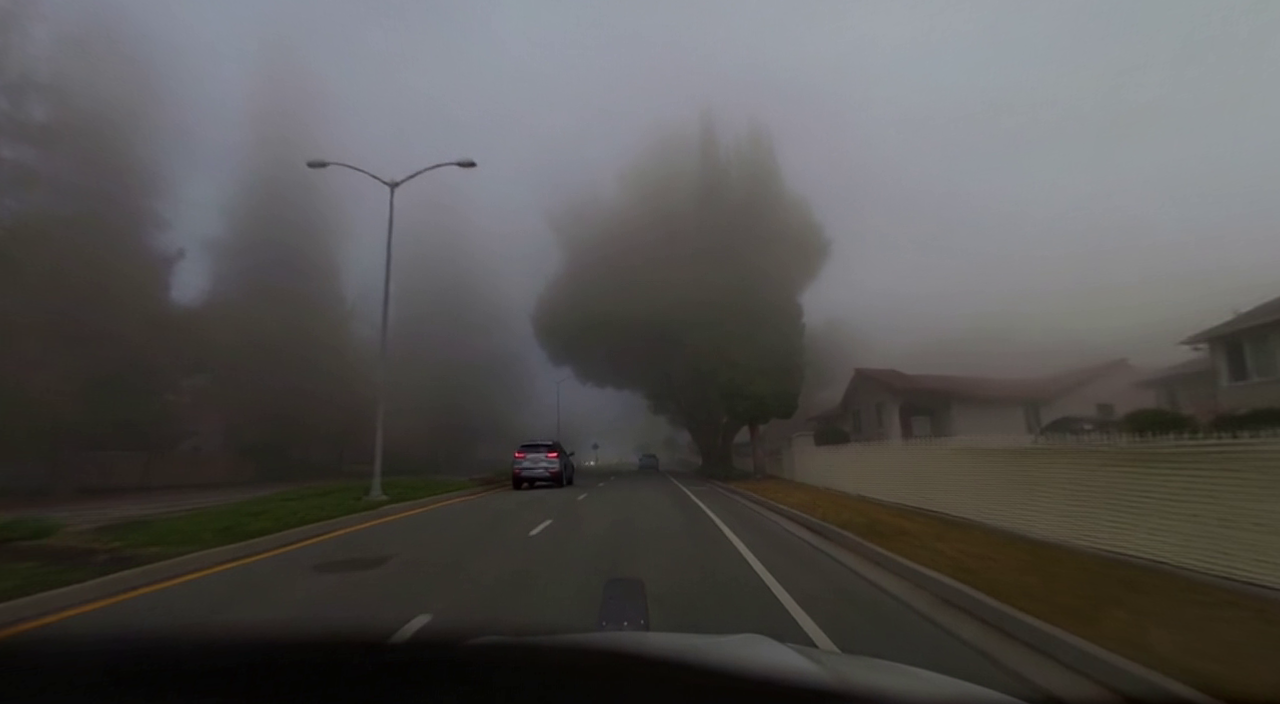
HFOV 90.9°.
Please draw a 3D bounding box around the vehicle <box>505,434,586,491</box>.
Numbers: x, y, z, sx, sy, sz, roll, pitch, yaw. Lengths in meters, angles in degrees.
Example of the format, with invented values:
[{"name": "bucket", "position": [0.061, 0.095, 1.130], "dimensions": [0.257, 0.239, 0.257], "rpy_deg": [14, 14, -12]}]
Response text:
[{"name": "vehicle", "position": [-3.174, 3.805, 22.132], "dimensions": [2.073, 1.770, 4.302], "rpy_deg": [0, -8, 2]}]
